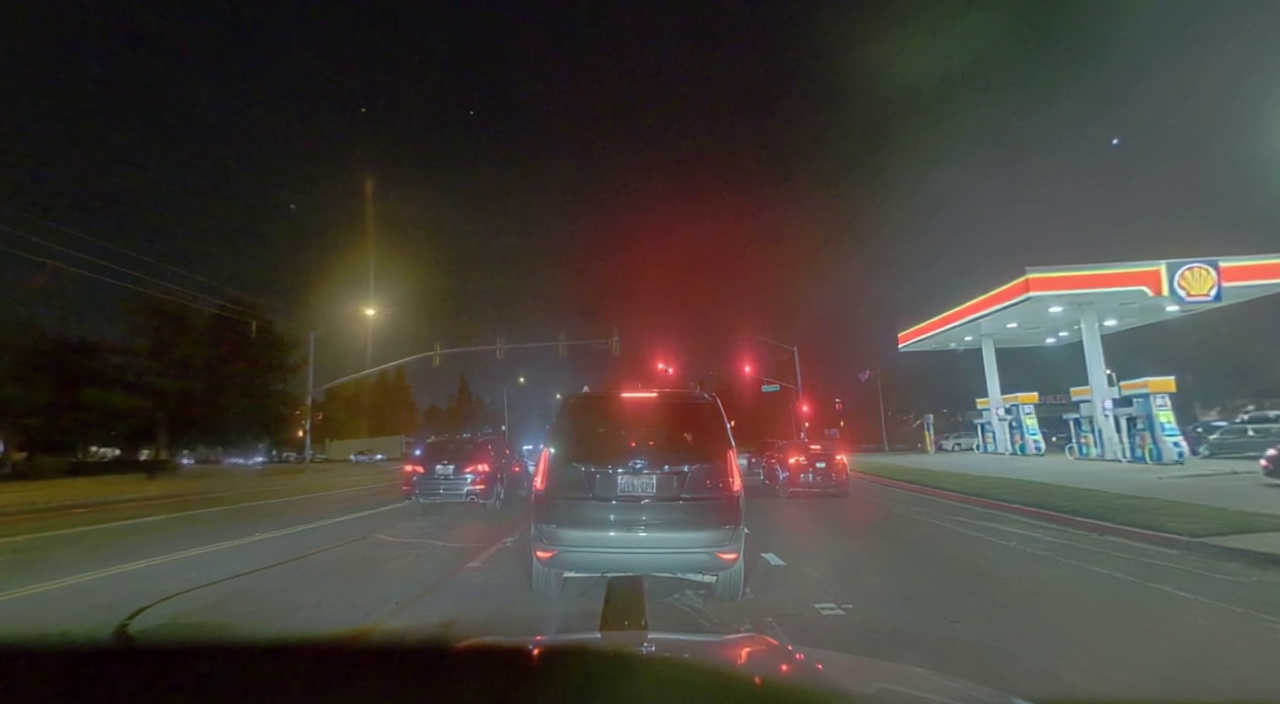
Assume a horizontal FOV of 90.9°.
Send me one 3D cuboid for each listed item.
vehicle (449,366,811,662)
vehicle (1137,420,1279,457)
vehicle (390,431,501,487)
[{"bbox_3d":[0.017,1.320,6.142,2.236,1.819,4.291,0,-9,2],"label":"vehicle"},{"bbox_3d":[25.956,3.964,28.781,4.551,1.616,1.973,-2,-9,11],"label":"vehicle"},{"bbox_3d":[-6.640,3.716,22.175,2.065,1.753,4.525,-1,-9,6],"label":"vehicle"}]
